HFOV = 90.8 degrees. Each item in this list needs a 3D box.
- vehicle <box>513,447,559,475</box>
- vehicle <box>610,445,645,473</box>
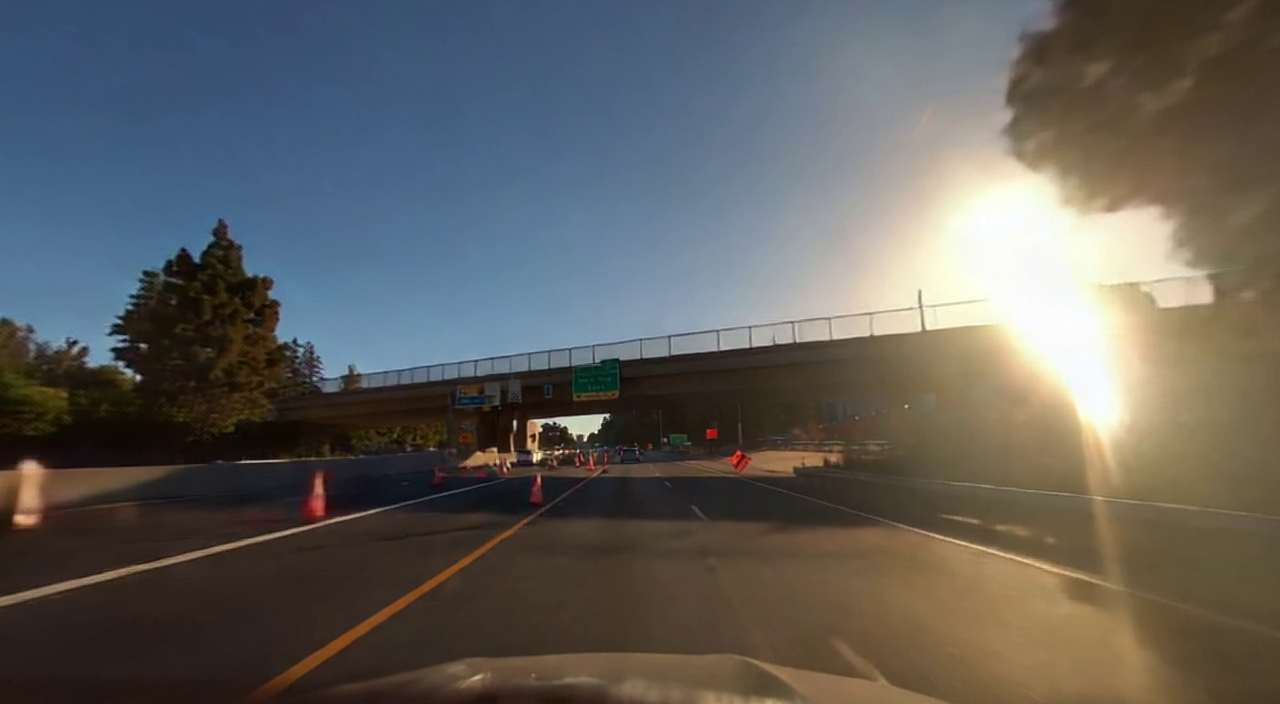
[{"bbox_3d":[-6.053,6.379,37.170,1.997,1.507,4.248,0,-9,-1],"label":"vehicle"},{"bbox_3d":[-0.775,6.643,39.528,2.109,1.638,3.856,0,-9,-1],"label":"vehicle"}]
